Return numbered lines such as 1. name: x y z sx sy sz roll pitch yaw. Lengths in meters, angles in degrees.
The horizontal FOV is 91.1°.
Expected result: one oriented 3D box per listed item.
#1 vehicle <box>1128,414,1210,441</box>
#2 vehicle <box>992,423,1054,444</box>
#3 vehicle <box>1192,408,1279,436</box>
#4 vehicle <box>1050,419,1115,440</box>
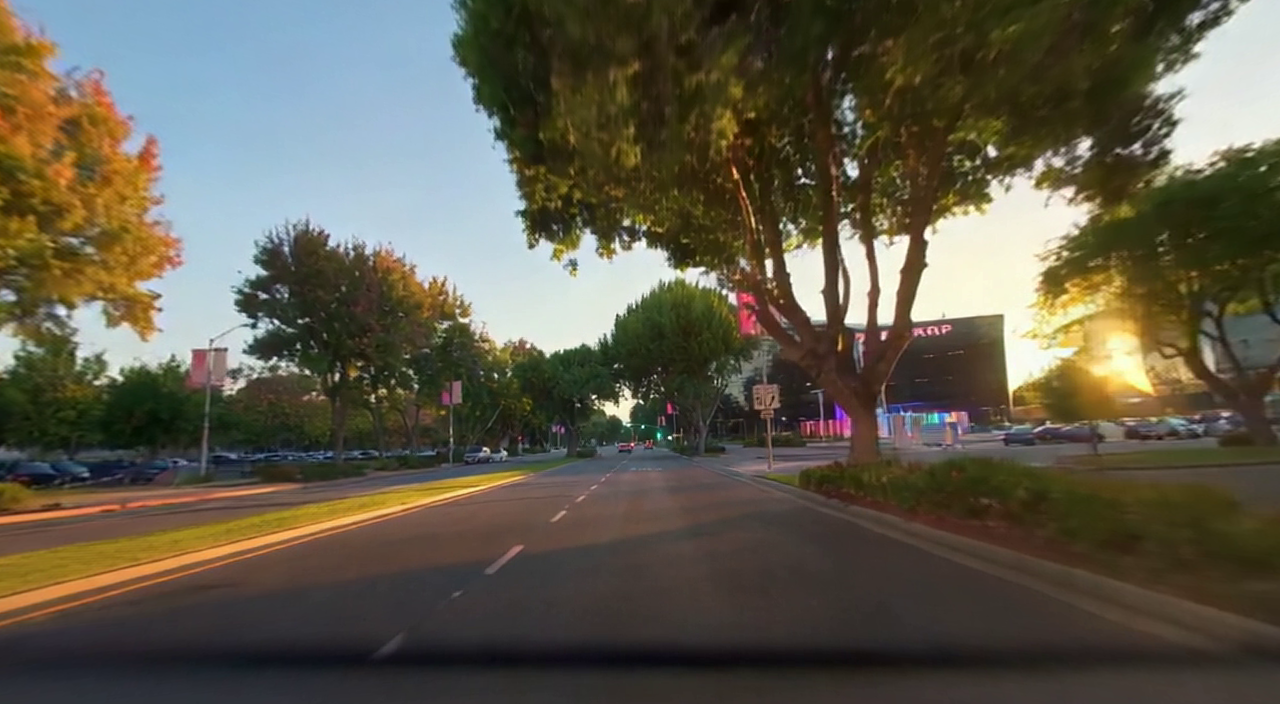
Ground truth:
1. vehicle: 33.846 4.887 40.305 1.866 1.550 3.927 -1 -8 2
2. vehicle: 28.289 6.079 46.495 1.895 1.503 4.234 1 -8 0
3. vehicle: 39.205 4.650 41.264 1.945 1.690 4.317 -1 -8 1
4. vehicle: 33.618 5.908 47.794 1.917 1.469 4.195 0 -9 1
